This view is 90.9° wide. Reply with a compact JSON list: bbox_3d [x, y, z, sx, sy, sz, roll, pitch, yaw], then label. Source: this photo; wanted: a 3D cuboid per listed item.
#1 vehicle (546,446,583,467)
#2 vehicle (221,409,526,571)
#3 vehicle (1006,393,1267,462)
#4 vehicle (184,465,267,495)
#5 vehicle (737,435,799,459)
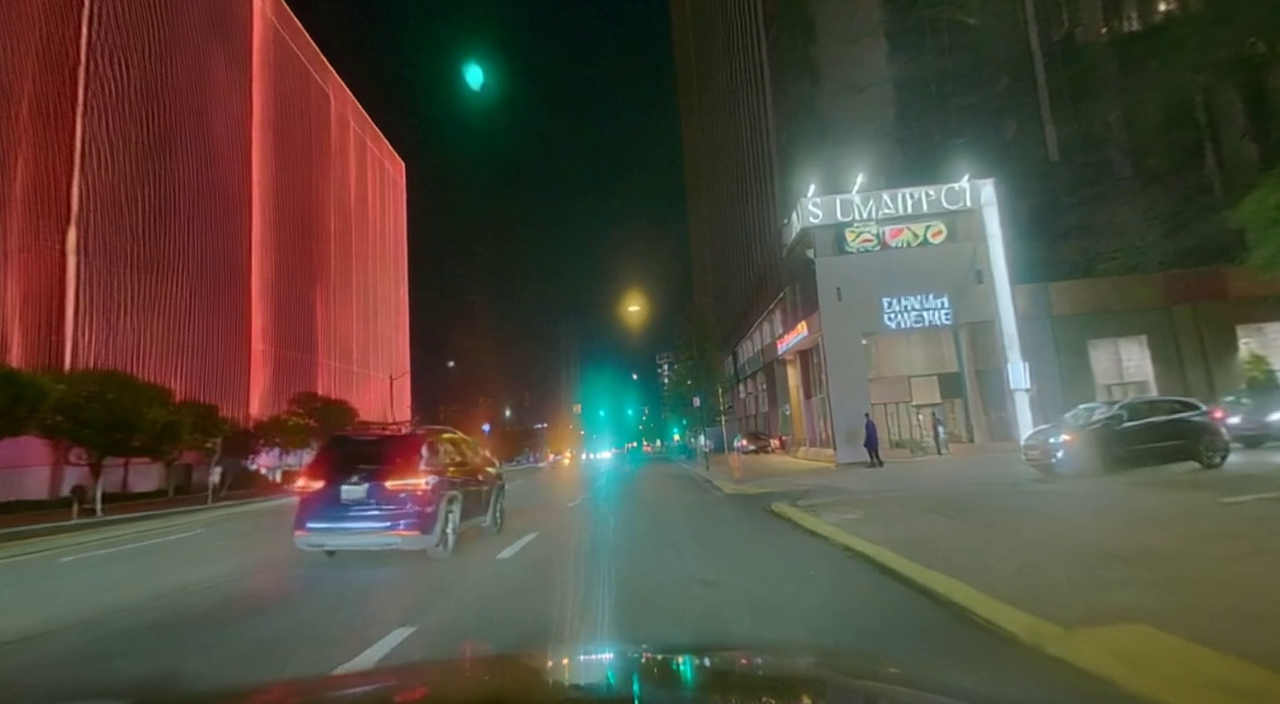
[{"bbox_3d":[-5.666,7.870,47.824,2.030,1.488,4.650,-1,-8,2],"label":"vehicle"},{"bbox_3d":[-3.348,1.863,9.347,2.277,1.743,4.893,0,-8,1],"label":"vehicle"},{"bbox_3d":[11.842,1.858,15.330,4.573,1.532,1.983,-1,-9,1],"label":"vehicle"},{"bbox_3d":[-27.954,8.589,42.540,4.398,1.737,1.950,6,-10,-37],"label":"vehicle"},{"bbox_3d":[9.864,7.358,48.890,4.361,1.550,2.087,1,-13,2],"label":"vehicle"}]
